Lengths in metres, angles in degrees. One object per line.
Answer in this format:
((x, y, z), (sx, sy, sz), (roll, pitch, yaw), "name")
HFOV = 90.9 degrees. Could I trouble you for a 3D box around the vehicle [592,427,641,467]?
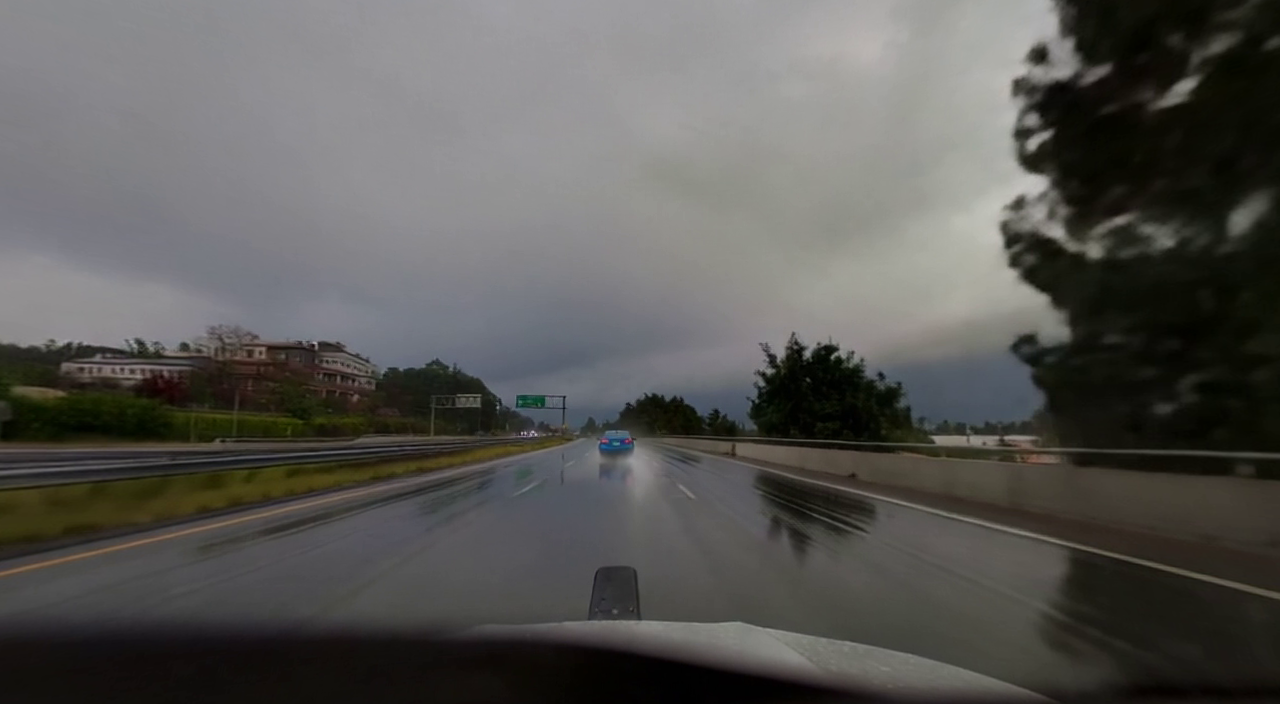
((-1.043, 4.163, 27.815), (2.020, 1.633, 3.942), (0, -8, -2), "vehicle")
